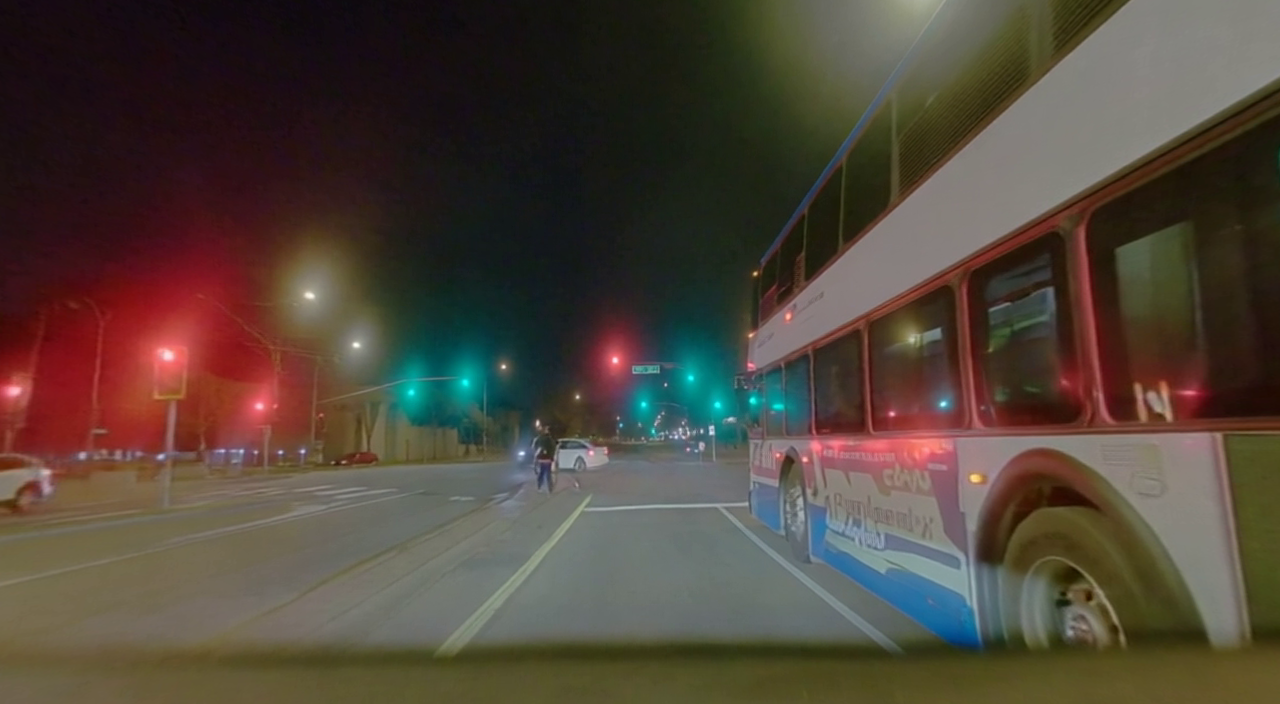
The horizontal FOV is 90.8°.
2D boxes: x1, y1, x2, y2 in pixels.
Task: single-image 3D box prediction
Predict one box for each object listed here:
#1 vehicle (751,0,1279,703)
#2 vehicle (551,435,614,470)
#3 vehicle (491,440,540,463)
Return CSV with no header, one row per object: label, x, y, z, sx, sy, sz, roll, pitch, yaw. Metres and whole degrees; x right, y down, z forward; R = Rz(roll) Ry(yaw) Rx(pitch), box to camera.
vehicle,3.260,-0.258,2.083,3.250,3.731,13.693,0,-8,0
vehicle,-2.859,4.788,30.363,2.123,1.544,4.158,2,-9,-18
vehicle,-8.418,6.661,42.552,2.036,1.467,3.979,4,-10,-29
